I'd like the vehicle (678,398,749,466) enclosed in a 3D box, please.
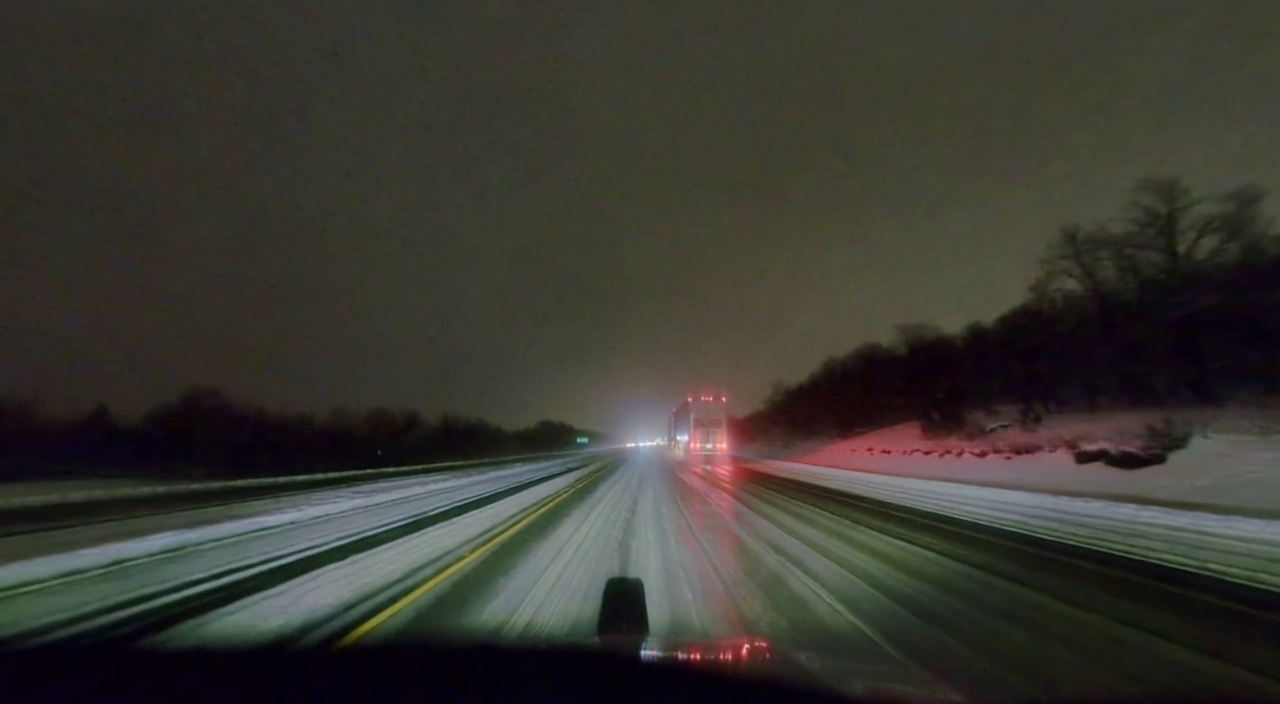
[{"bbox_3d":[4.808,5.843,44.656,3.485,3.975,14.489,0,-9,1],"label":"vehicle"}]
